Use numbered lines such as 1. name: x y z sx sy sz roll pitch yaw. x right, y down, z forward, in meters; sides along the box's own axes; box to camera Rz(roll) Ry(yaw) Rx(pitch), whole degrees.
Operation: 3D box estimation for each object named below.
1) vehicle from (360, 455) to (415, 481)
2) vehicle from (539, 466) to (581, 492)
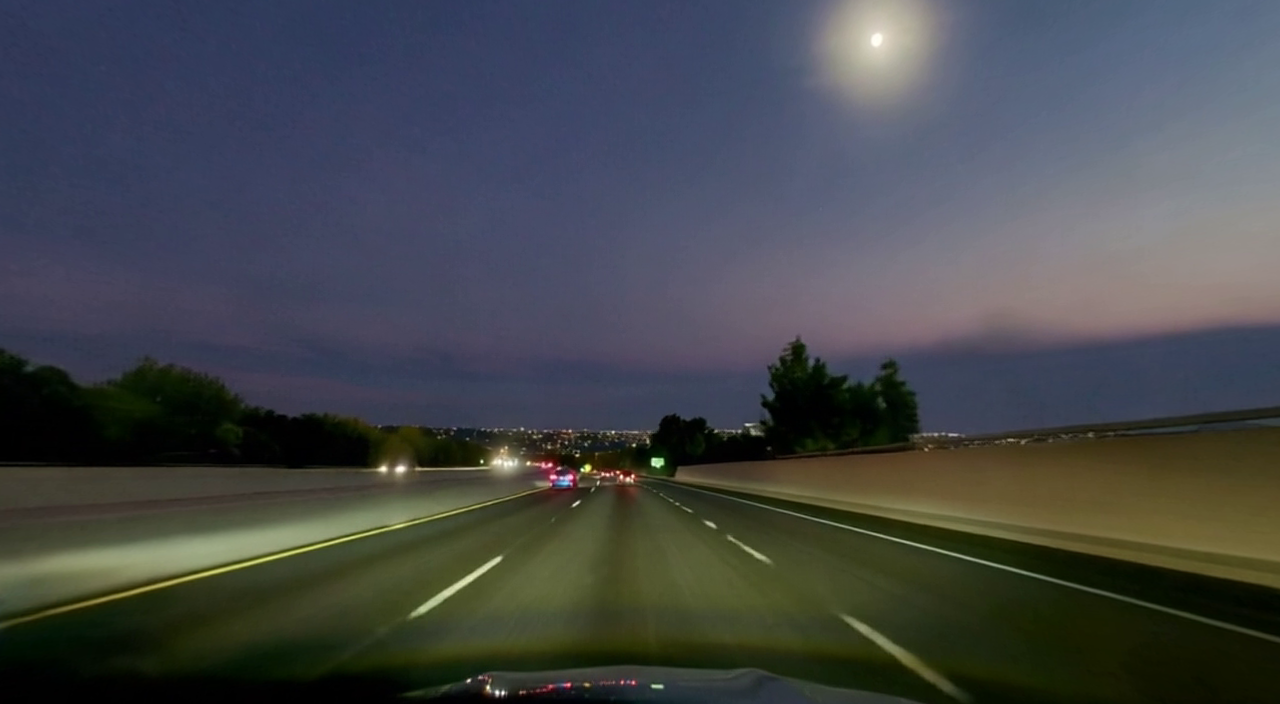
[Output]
1. vehicle: -17.455 8.093 43.841 1.962 1.692 4.541 1 -11 -1
2. vehicle: -5.136 8.215 40.934 2.310 1.521 4.731 1 -11 -3
